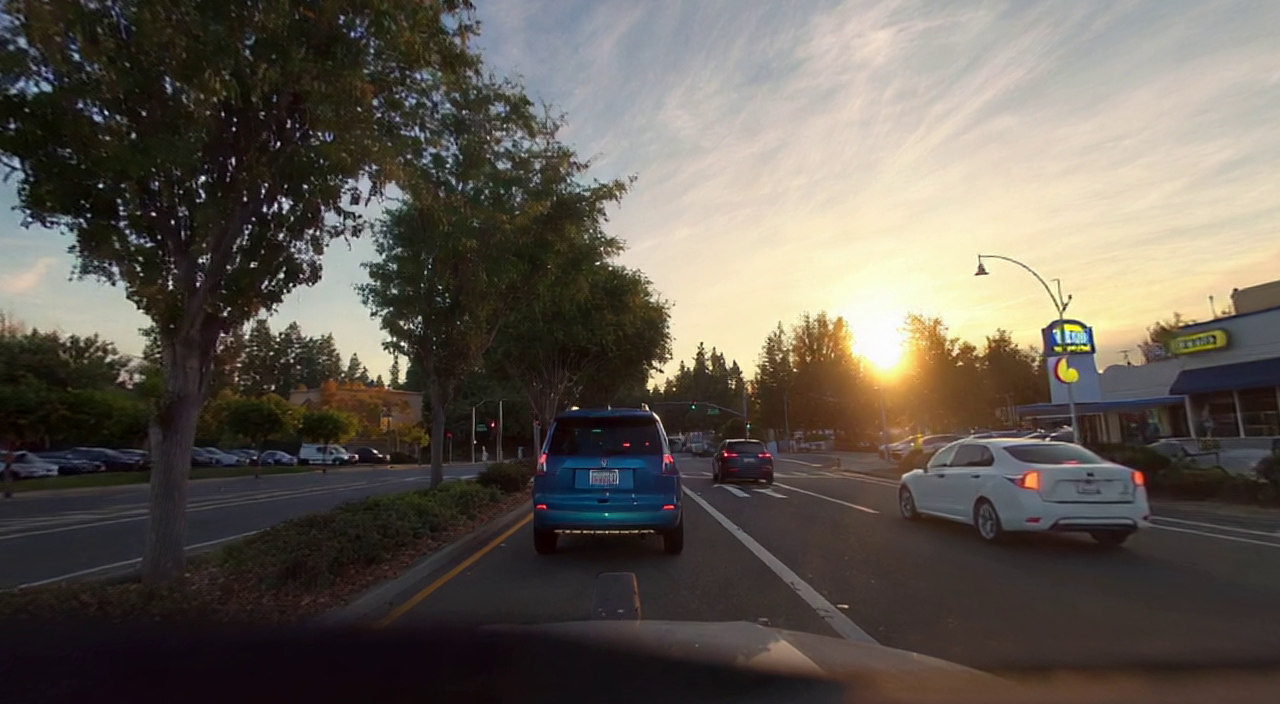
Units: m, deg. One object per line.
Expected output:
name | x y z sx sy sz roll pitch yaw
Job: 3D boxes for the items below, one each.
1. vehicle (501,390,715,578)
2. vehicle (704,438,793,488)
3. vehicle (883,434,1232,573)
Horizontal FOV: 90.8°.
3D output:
vehicle | -0.290 1.649 8.642 2.096 1.837 4.687 0 -9 1
vehicle | 3.667 3.847 22.285 2.098 1.555 4.778 0 -9 -2
vehicle | 5.432 1.993 9.223 1.930 1.478 4.643 0 -9 0
